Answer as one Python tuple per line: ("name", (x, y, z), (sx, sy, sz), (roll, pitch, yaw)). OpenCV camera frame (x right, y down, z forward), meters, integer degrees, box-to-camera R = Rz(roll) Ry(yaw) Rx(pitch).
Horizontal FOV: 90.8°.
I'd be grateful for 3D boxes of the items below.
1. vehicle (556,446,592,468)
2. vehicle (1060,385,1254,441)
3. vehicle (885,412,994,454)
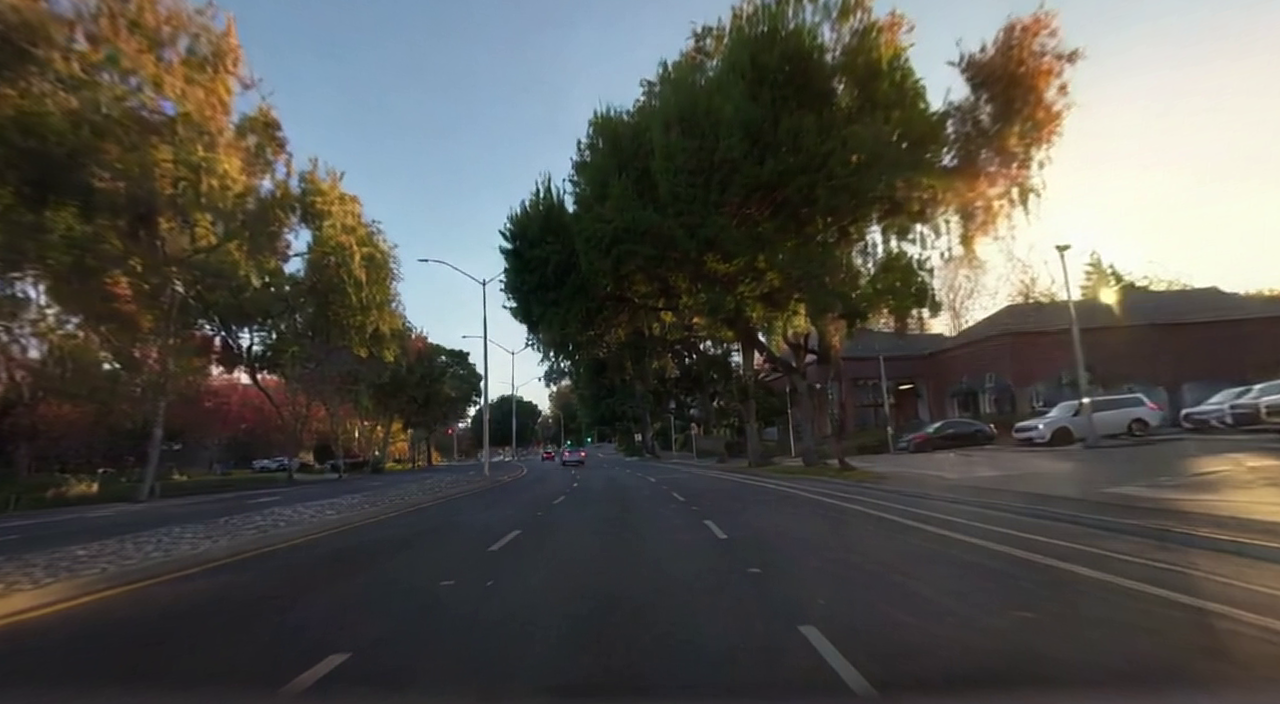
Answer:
("vehicle", (-5.203, 8.115, 49.151), (2.197, 1.642, 4.312), (2, -9, -13))
("vehicle", (15.967, 1.934, 19.702), (4.297, 1.632, 1.977), (0, -8, -1))
("vehicle", (16.731, 4.543, 35.544), (4.922, 1.749, 2.145), (-7, -7, 3))
